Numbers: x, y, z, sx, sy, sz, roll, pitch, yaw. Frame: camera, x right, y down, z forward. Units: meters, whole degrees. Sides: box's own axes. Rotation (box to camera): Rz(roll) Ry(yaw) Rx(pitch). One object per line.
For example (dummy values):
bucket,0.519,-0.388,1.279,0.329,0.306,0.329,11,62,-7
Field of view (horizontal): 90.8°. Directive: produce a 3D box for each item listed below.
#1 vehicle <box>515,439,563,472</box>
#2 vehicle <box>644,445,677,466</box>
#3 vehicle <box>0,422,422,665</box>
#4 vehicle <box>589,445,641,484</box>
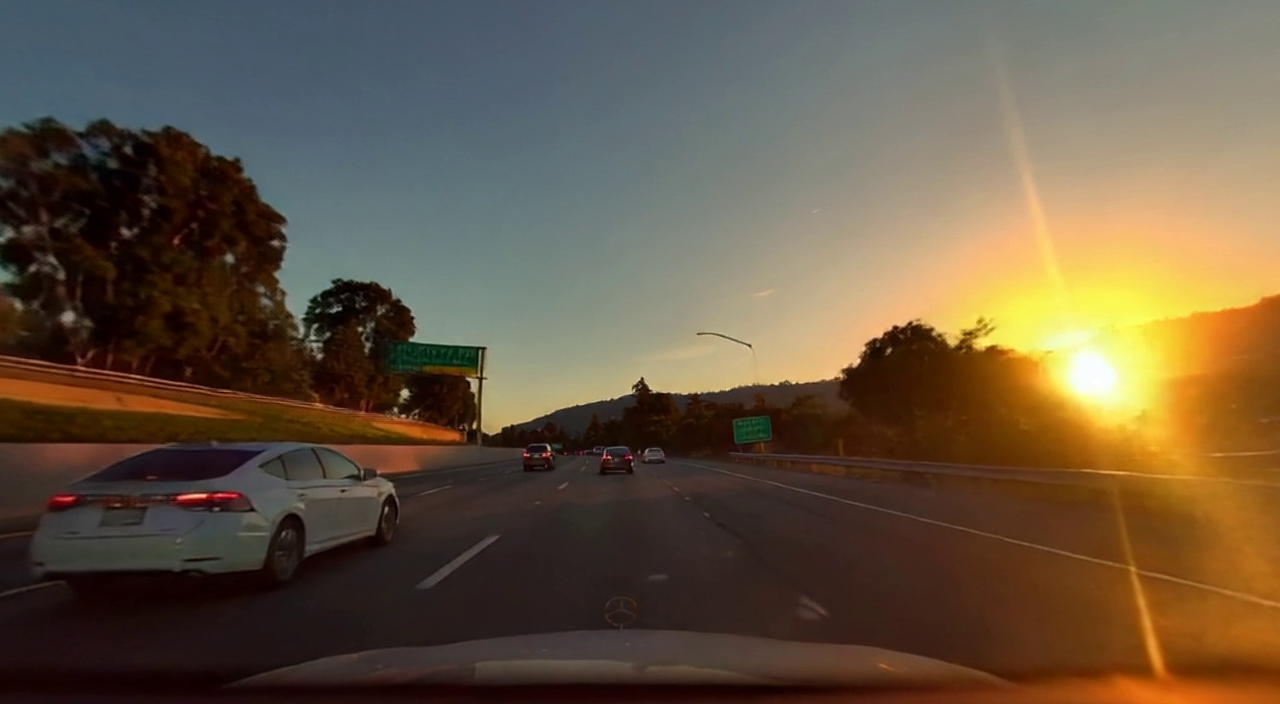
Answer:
vehicle,-5.662,5.891,36.093,2.244,1.755,4.417,0,-9,-3
vehicle,1.480,7.619,46.697,2.021,1.447,3.985,0,-9,-4
vehicle,-4.128,1.563,6.456,2.049,1.482,4.981,0,-9,0
vehicle,-1.062,4.516,25.746,1.947,1.437,4.345,0,-9,-4
